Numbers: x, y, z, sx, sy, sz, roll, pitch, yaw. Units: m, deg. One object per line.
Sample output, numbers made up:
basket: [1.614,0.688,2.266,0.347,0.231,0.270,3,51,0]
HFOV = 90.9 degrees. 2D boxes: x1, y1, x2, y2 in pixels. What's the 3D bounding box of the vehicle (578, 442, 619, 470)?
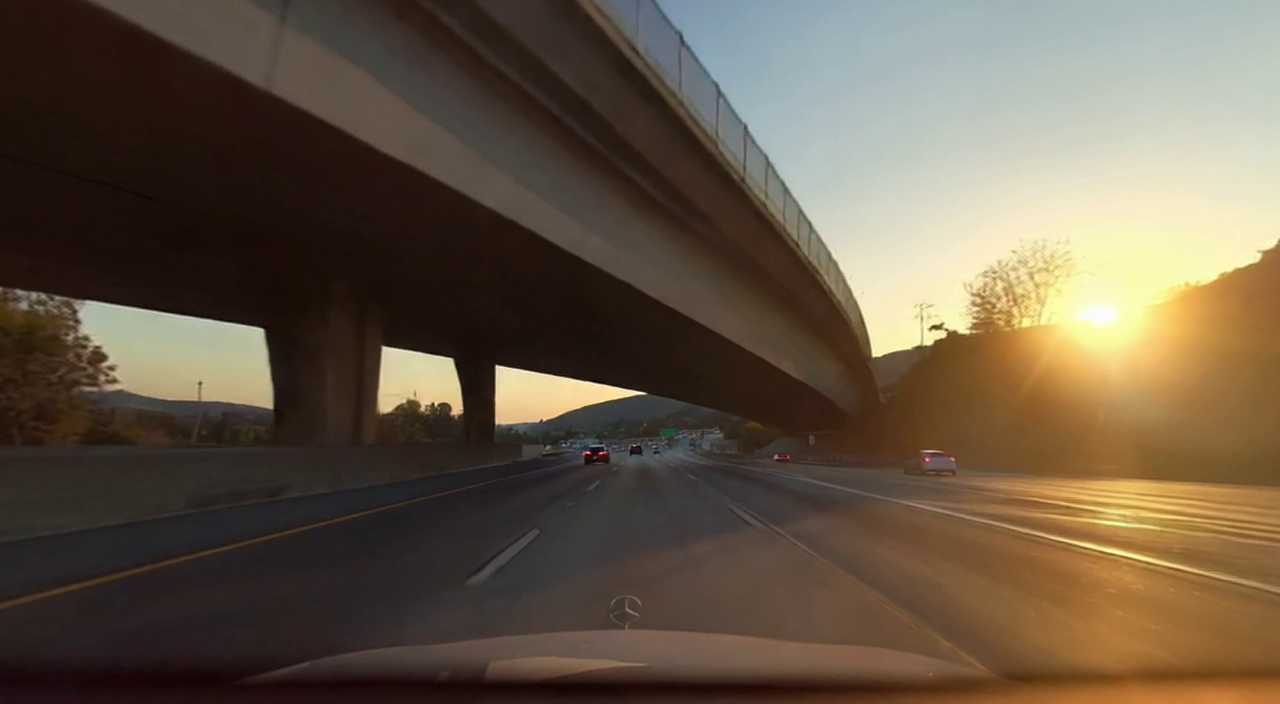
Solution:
vehicle: [-2.405,6.147,37.464,1.968,1.504,3.892,0,-8,3]
